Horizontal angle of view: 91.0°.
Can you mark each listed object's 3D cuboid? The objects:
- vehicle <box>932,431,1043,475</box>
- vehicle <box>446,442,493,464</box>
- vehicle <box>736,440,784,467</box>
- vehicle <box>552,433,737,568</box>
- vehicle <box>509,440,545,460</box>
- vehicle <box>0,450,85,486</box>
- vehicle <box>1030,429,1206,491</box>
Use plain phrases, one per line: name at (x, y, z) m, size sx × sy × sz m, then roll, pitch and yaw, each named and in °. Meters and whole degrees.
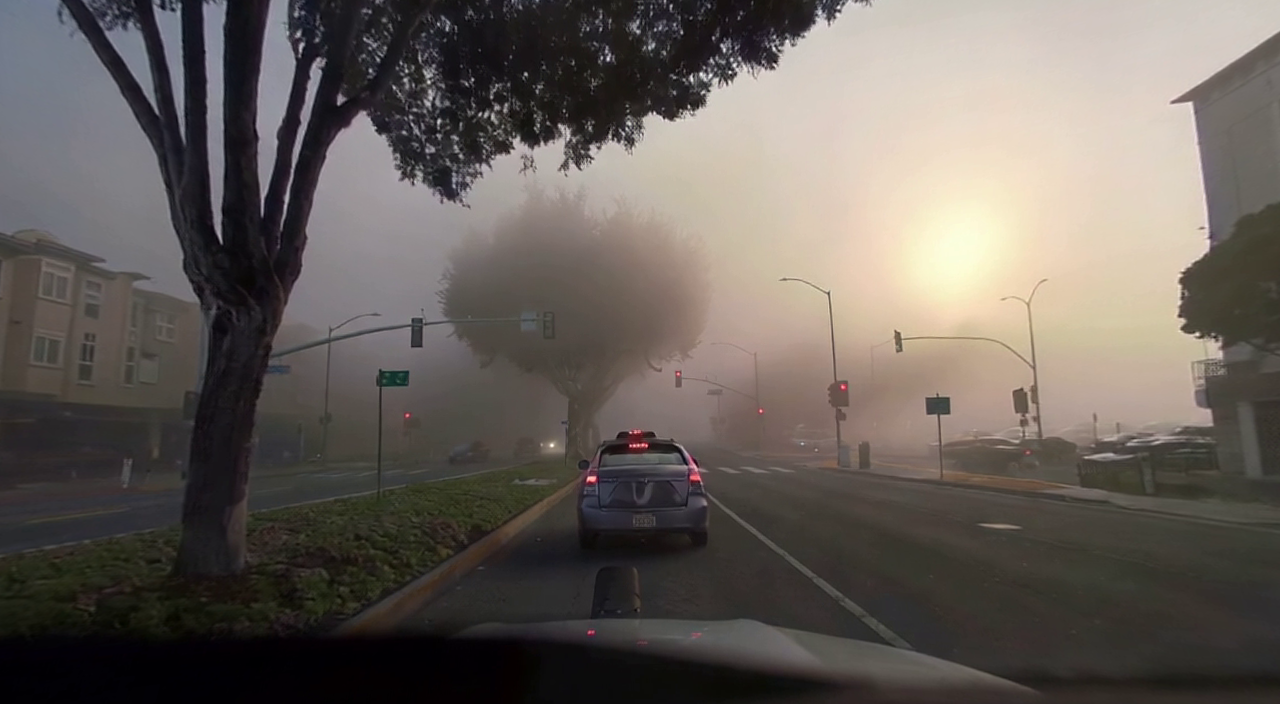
vehicle at (13.079, 3.830, 24.023) m, size 1.887 × 1.504 × 3.898 m, roll 0°, pitch -9°, yaw -2°
vehicle at (-12.244, 7.266, 45.584) m, size 2.125 × 1.495 × 4.308 m, roll 0°, pitch -9°, yaw 1°
vehicle at (7.005, 5.951, 37.068) m, size 1.932 × 1.439 × 4.159 m, roll 0°, pitch -9°, yaw -1°
vehicle at (-0.057, 1.932, 8.998) m, size 2.010 × 1.447 × 4.121 m, roll 0°, pitch -9°, yaw -3°
vehicle at (-8.844, 7.739, 49.692) m, size 1.994 × 1.474 × 4.411 m, roll 0°, pitch -9°, yaw 1°
vehicle at (-27.384, 5.083, 27.762) m, size 1.773 × 1.438 × 4.268 m, roll 0°, pitch -9°, yaw 2°
vehicle at (13.071, 2.980, 17.591) m, size 1.859 × 1.525 × 3.948 m, roll 0°, pitch -9°, yaw 1°
